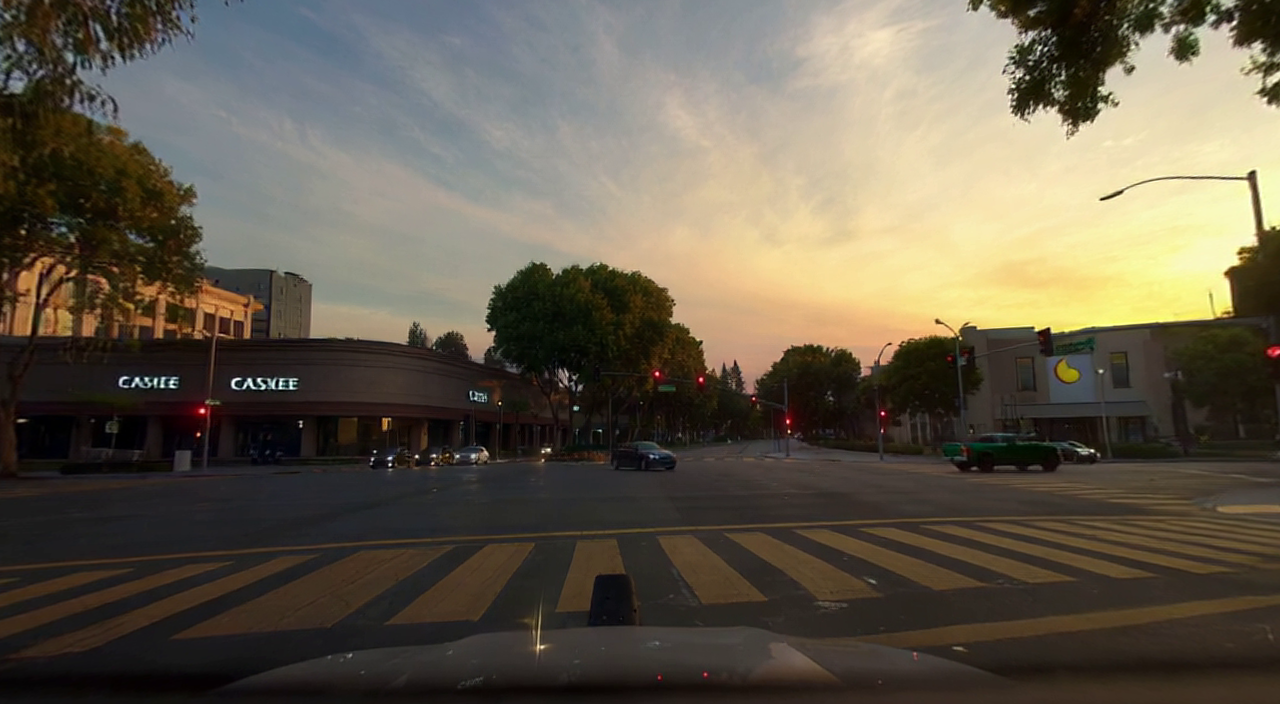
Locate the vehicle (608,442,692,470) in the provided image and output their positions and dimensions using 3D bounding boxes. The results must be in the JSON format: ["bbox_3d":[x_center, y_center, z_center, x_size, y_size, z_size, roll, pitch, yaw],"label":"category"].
[{"bbox_3d":[0.508,5.682,34.732,4.457,1.464,1.879,-7,-11,41],"label":"vehicle"}]

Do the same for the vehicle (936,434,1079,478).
[{"bbox_3d":[17.200,4.862,29.666,5.667,1.927,2.289,2,-9,-14],"label":"vehicle"}]

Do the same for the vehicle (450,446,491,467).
[{"bbox_3d":[-12.599,7.766,47.093,1.946,1.474,4.008,0,-9,0],"label":"vehicle"}]

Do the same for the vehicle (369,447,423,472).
[{"bbox_3d":[-16.247,7.146,42.252,1.883,1.586,4.297,0,-9,0],"label":"vehicle"}]
